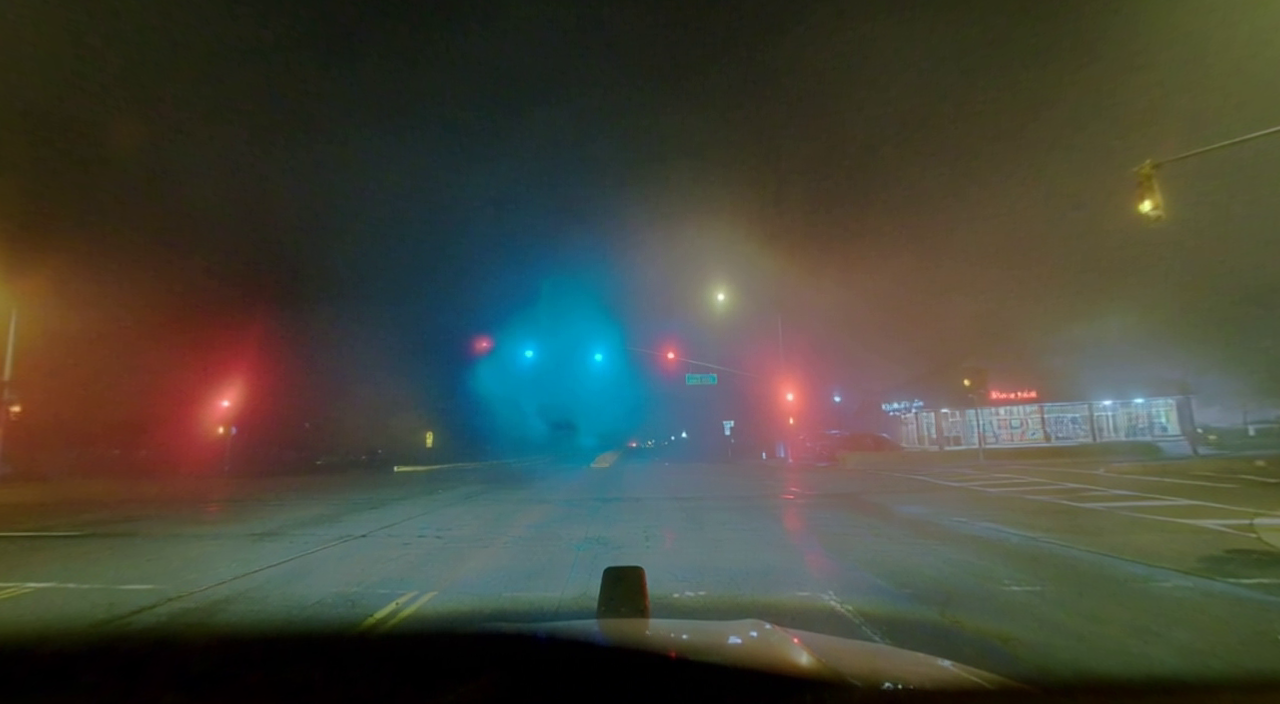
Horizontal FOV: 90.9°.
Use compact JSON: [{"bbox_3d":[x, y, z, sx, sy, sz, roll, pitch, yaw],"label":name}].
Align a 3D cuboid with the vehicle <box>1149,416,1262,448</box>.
[{"bbox_3d":[28.270,4.070,31.714,1.799,1.459,4.266,-1,-8,3],"label":"vehicle"}]
